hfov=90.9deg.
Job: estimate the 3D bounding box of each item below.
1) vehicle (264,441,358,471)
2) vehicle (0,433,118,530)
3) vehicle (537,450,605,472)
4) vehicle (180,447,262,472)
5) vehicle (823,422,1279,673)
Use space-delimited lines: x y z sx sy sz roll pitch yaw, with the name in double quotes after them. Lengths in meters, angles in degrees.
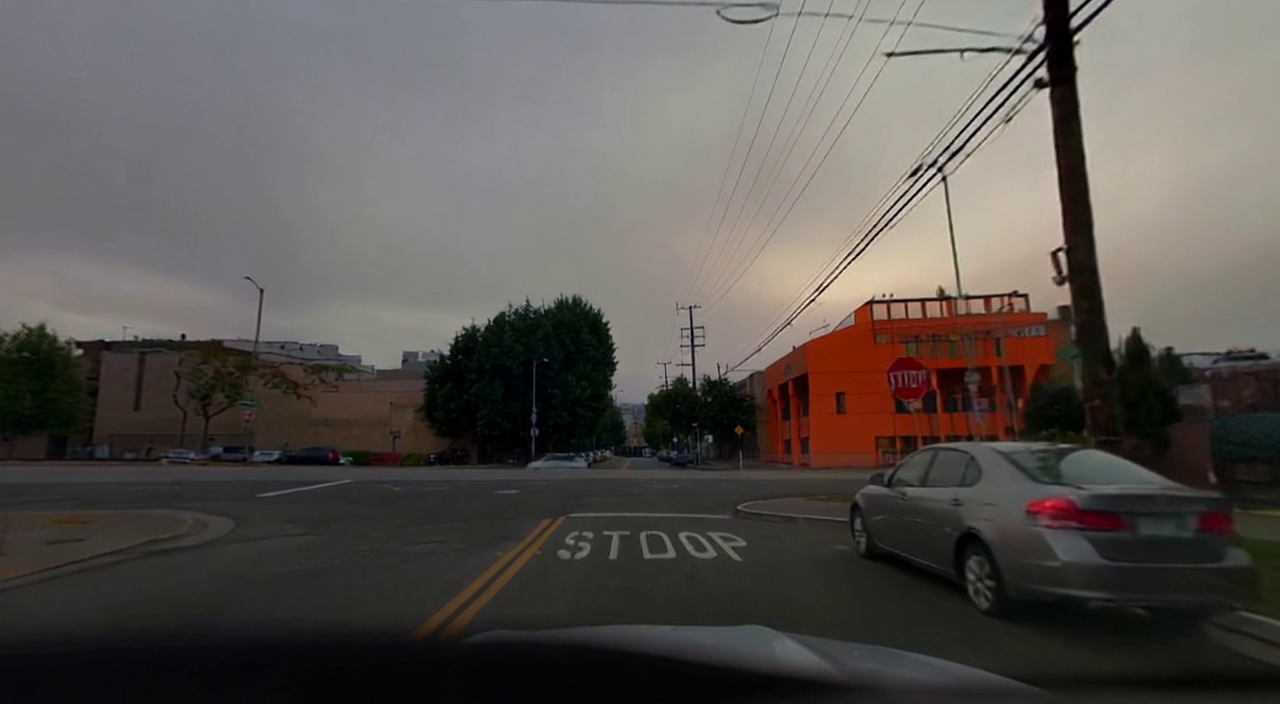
-20.542 6.514 39.494 4.689 1.803 1.958 0 -8 -2 "vehicle"
-12.248 2.164 10.943 4.351 1.496 2.029 2 -8 -7 "vehicle"
-5.042 8.049 46.717 4.869 1.517 1.819 0 -9 -3 "vehicle"
-30.325 7.784 45.725 4.440 1.671 2.036 0 -9 -2 "vehicle"
3.623 1.537 6.281 2.041 1.495 4.815 0 -8 -1 "vehicle"
